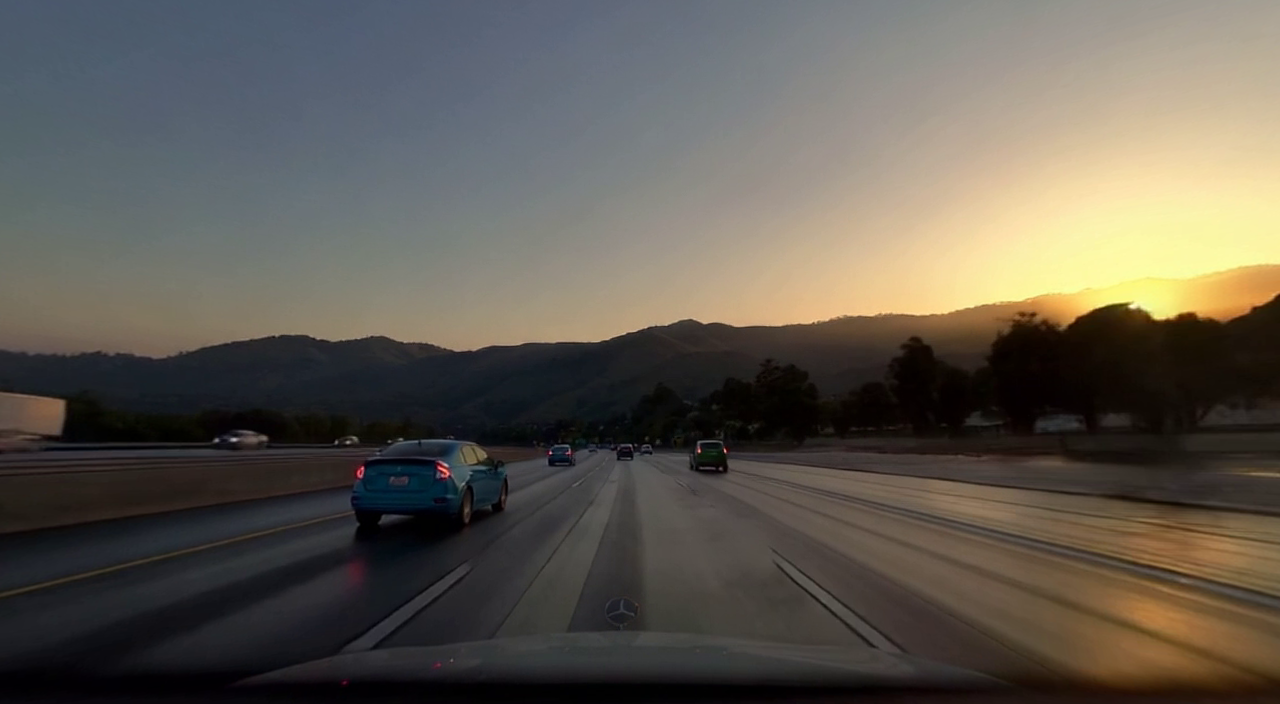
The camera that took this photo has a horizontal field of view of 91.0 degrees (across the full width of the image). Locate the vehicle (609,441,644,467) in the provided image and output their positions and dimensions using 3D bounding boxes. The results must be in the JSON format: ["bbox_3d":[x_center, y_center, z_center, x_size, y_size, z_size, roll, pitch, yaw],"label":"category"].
[{"bbox_3d":[-0.823,6.565,40.653,2.147,1.572,4.094,0,-9,0],"label":"vehicle"}]

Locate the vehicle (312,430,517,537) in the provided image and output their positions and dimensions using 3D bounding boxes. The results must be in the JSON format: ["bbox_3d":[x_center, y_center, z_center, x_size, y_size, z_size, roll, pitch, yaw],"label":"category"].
[{"bbox_3d":[-3.674,2.220,11.261,1.993,1.500,4.248,0,-9,1],"label":"vehicle"}]

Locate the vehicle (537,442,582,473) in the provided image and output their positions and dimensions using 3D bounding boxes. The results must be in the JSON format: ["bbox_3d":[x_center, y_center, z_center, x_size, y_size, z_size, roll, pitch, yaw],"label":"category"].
[{"bbox_3d":[-4.077,5.403,32.495,1.796,1.464,3.839,0,-9,0],"label":"vehicle"}]

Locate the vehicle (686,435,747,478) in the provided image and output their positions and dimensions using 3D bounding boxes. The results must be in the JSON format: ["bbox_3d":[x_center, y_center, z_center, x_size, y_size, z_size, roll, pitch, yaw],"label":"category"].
[{"bbox_3d":[3.502,4.901,29.714,2.222,1.820,4.733,0,-9,0],"label":"vehicle"}]
